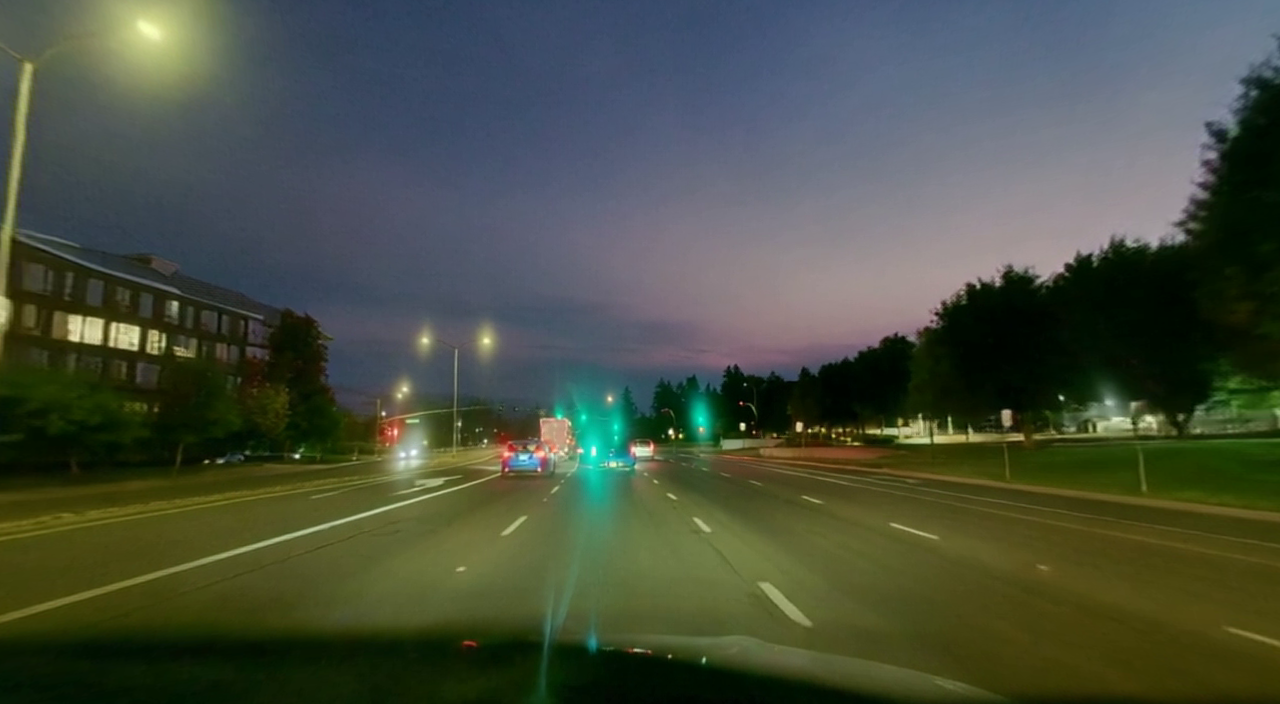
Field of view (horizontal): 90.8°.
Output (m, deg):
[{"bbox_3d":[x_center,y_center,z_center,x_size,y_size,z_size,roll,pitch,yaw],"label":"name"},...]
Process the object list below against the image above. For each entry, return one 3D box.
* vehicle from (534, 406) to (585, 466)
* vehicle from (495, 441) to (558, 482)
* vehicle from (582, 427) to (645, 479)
[{"bbox_3d":[-5.722,6.314,46.976,2.918,3.741,13.683,0,-8,-4],"label":"vehicle"},{"bbox_3d":[-4.392,4.294,25.149,1.904,1.460,4.300,0,-8,-3],"label":"vehicle"},{"bbox_3d":[-1.100,3.981,25.120,2.260,1.872,4.578,0,-8,-4],"label":"vehicle"}]
